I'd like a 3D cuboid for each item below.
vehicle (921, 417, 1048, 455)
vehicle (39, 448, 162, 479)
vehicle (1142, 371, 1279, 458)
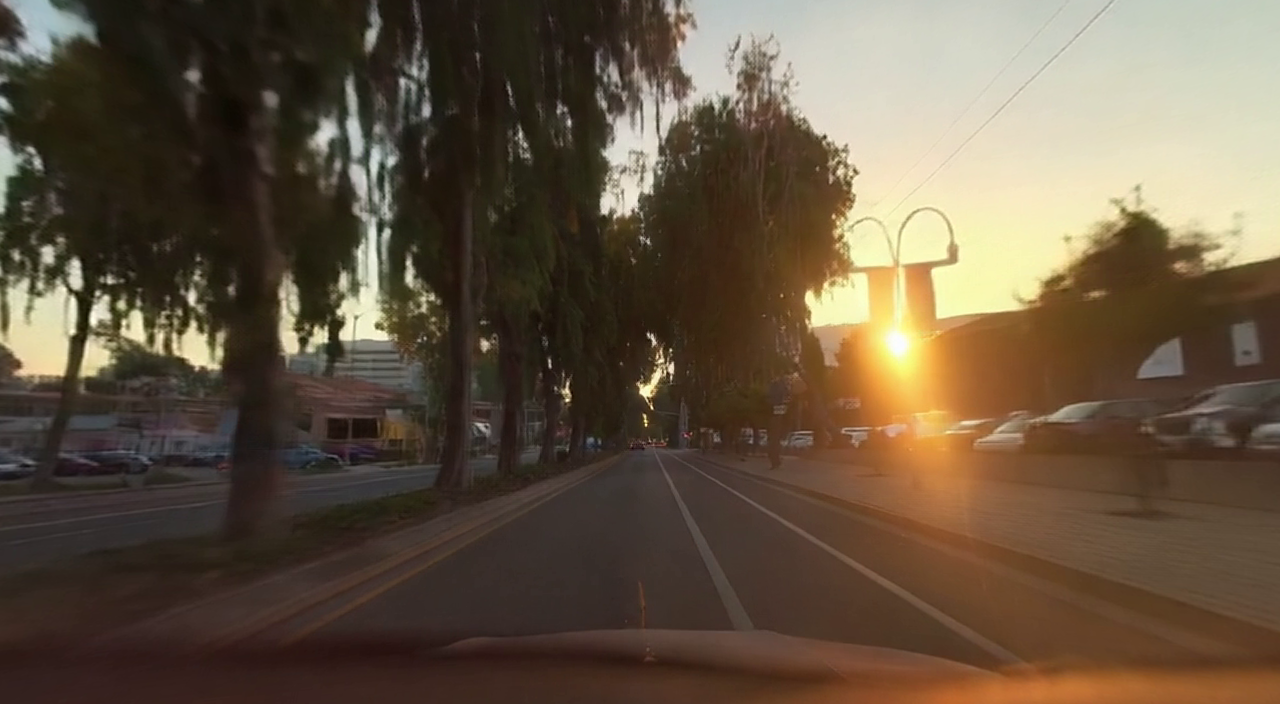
[{"bbox_3d":[13.419,3.321,24.733,3.820,1.413,1.952,0,-9,0],"label":"vehicle"},{"bbox_3d":[-31.342,6.456,36.724,5.115,1.744,2.000,0,-9,-3],"label":"vehicle"},{"bbox_3d":[12.959,1.299,12.663,3.998,1.612,1.980,0,-9,-1],"label":"vehicle"}]
